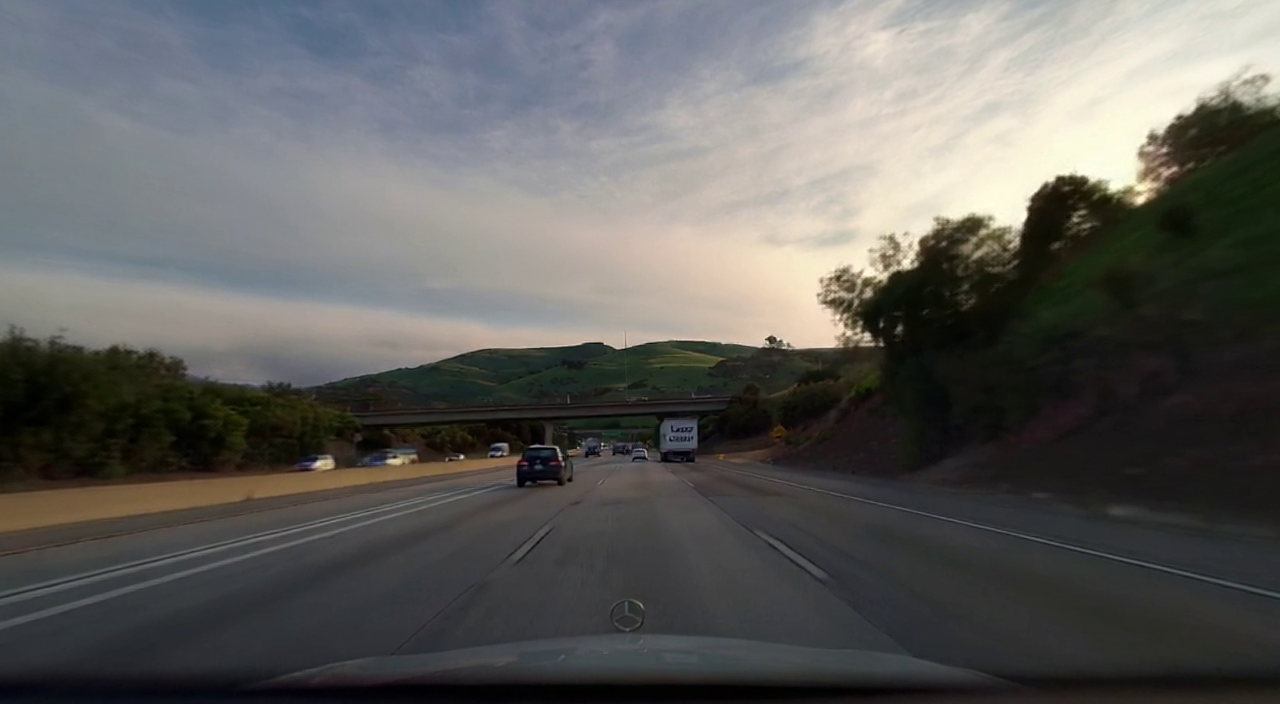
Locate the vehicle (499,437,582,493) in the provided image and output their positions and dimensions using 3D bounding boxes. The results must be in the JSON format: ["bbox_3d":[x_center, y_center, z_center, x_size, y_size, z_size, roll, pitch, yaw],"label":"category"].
[{"bbox_3d":[-3.161,3.700,20.960,2.052,1.654,4.303,0,-9,0],"label":"vehicle"}]
